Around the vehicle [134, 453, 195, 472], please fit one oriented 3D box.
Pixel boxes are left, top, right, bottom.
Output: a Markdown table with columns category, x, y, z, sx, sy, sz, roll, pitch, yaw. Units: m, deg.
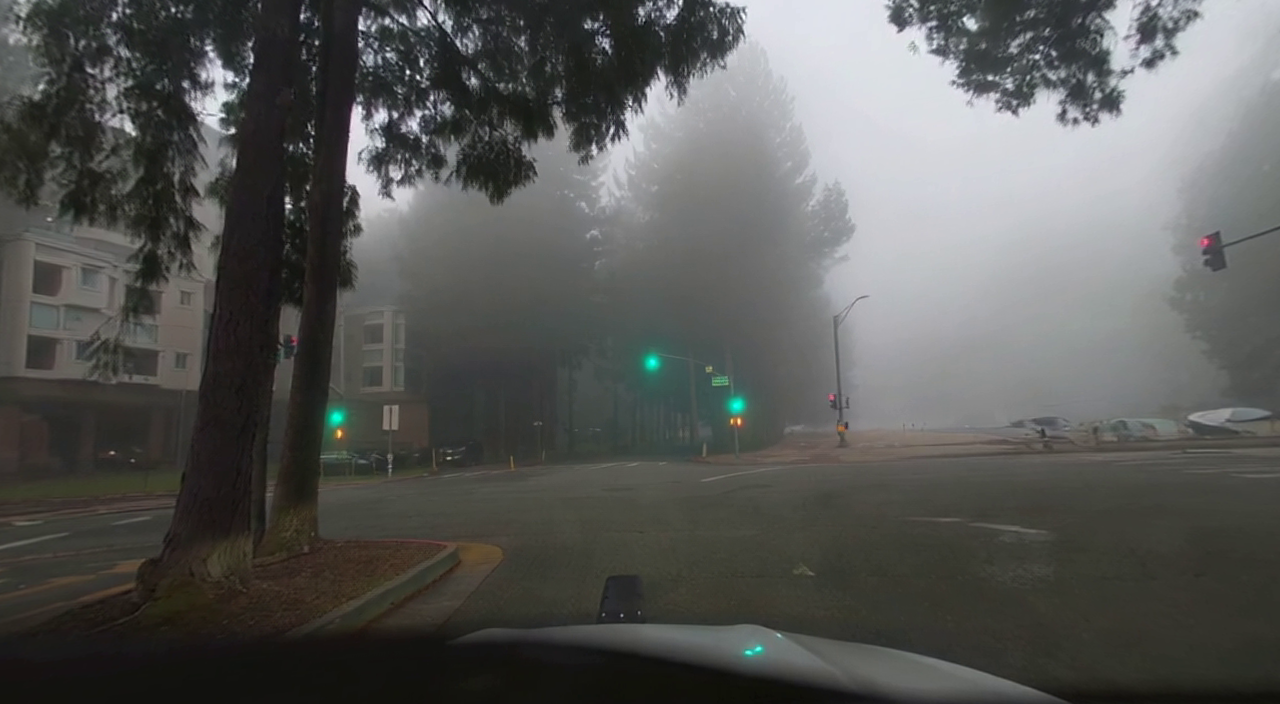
| category | x | y | z | sx | sy | sz | roll | pitch | yaw |
| --- | --- | --- | --- | --- | --- | --- | --- | --- | --- |
| vehicle | -36.456 | 8.470 | 48.554 | 1.709 | 1.410 | 3.945 | 0 | -9 | -1 |

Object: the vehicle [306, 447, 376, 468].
| category | x | y | z | sx | sy | sz | roll | pitch | yaw |
| --- | --- | --- | --- | --- | --- | --- | --- | --- | --- |
| vehicle | -22.007 | 7.770 | 46.579 | 4.207 | 1.508 | 1.875 | -1 | -9 | 2 |

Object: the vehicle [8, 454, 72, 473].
| category | x | y | z | sx | sy | sz | roll | pitch | yaw |
| --- | --- | --- | --- | --- | --- | --- | --- | --- | --- |
| vehicle | -46.387 | 8.579 | 48.894 | 1.627 | 1.392 | 3.330 | 0 | -9 | -1 |
